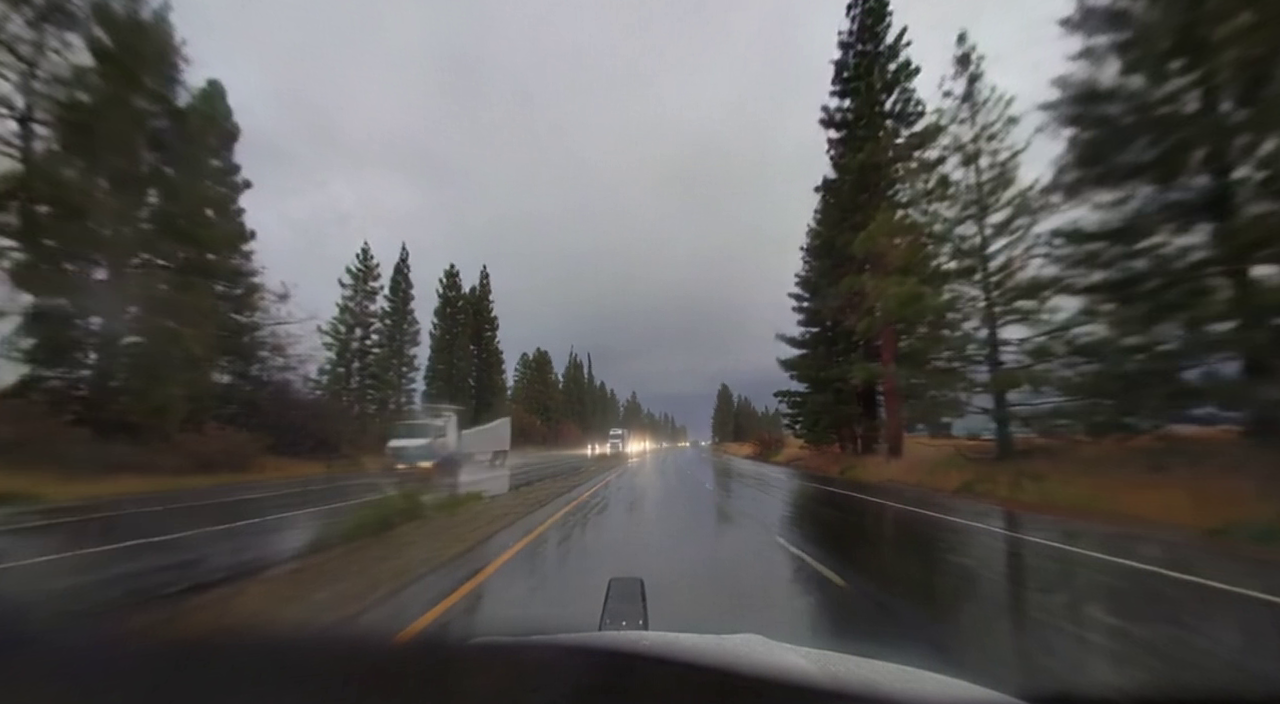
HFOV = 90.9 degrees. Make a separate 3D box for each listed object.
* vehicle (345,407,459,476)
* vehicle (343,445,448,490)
[{"bbox_3d":[-12.982,5.044,35.381,2.946,3.349,8.320,0,-8,1],"label":"vehicle"},{"bbox_3d":[-8.823,4.183,23.279,1.932,1.463,4.687,0,-8,1],"label":"vehicle"}]
